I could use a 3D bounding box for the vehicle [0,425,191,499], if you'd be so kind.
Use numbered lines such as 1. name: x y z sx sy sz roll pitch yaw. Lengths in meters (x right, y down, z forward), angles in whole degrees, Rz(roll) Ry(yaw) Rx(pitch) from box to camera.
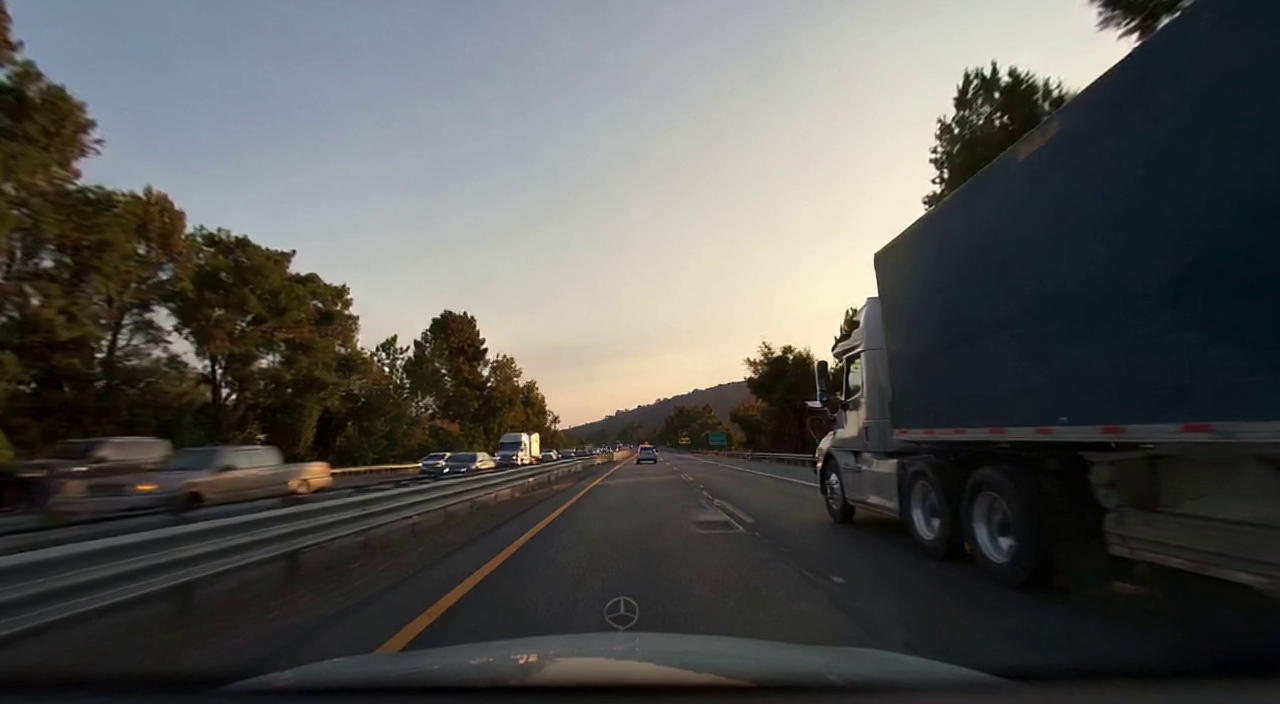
1. vehicle: -13.093 2.581 14.467 1.880 1.405 4.741 -3 -10 2

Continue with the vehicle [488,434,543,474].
1. vehicle: -8.923 7.425 45.758 2.380 2.679 7.252 -1 -9 1

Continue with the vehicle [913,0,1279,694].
1. vehicle: 4.742 -0.679 0.233 2.833 3.888 14.000 0 -9 -1

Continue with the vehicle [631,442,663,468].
1. vehicle: 0.498 7.056 43.078 2.098 1.692 4.038 0 -9 0

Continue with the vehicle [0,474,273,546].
1. vehicle: -13.199 3.698 15.555 2.836 1.034 8.894 0 -9 1

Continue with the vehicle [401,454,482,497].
1. vehicle: -7.756 4.829 24.867 1.876 1.494 3.756 -1 -9 2
